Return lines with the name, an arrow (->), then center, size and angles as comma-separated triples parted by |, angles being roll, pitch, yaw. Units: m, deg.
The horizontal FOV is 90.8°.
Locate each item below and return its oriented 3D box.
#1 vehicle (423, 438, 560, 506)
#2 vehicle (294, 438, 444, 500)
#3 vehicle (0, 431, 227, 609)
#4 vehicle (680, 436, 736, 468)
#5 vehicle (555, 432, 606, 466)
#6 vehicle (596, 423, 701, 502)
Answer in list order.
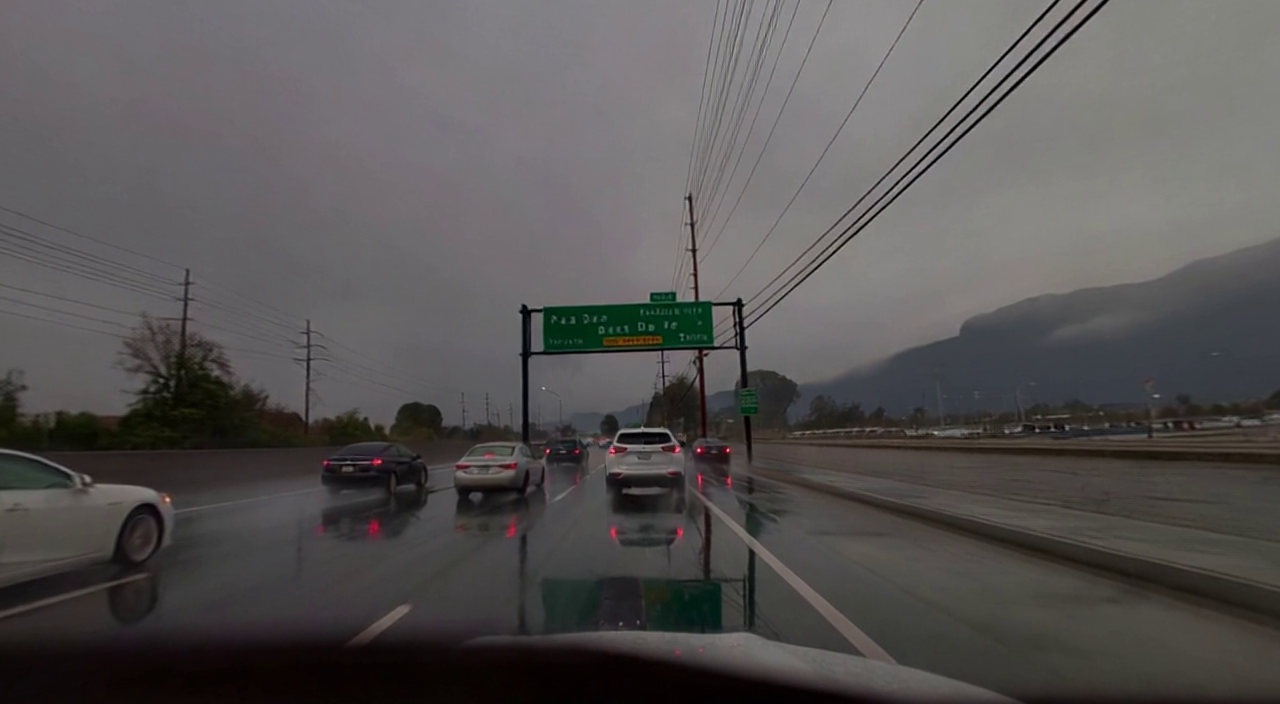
vehicle -> -3.417, 2.871, 15.633 | 2.203, 1.425, 4.610 | 0, -8, 1
vehicle -> -7.140, 3.121, 17.312 | 1.959, 1.435, 4.719 | 0, -8, 1
vehicle -> -6.242, 1.469, 5.785 | 1.958, 1.447, 4.454 | 0, -8, -1
vehicle -> 3.275, 4.911, 31.222 | 2.197, 1.464, 4.356 | 0, -8, -1
vehicle -> -3.246, 5.459, 35.633 | 2.353, 1.773, 4.286 | 0, -8, 1
vehicle -> 0.178, 2.714, 15.858 | 2.284, 1.699, 4.168 | 0, -8, 0
